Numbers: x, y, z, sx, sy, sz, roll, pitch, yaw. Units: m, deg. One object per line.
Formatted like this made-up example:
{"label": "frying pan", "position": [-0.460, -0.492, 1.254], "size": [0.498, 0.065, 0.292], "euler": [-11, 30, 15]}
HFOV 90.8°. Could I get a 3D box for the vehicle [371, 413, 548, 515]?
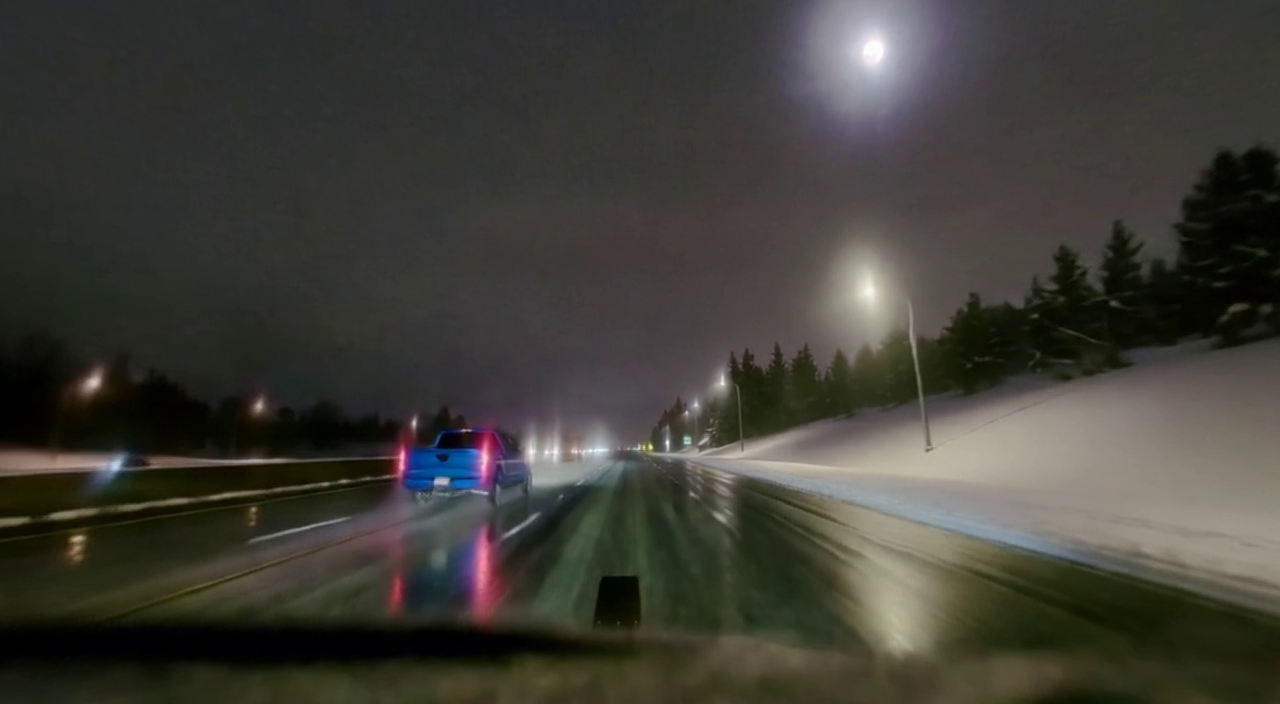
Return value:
{"label": "vehicle", "position": [-4.011, 2.655, 15.555], "size": [2.529, 2.003, 5.904], "euler": [0, -8, 1]}
